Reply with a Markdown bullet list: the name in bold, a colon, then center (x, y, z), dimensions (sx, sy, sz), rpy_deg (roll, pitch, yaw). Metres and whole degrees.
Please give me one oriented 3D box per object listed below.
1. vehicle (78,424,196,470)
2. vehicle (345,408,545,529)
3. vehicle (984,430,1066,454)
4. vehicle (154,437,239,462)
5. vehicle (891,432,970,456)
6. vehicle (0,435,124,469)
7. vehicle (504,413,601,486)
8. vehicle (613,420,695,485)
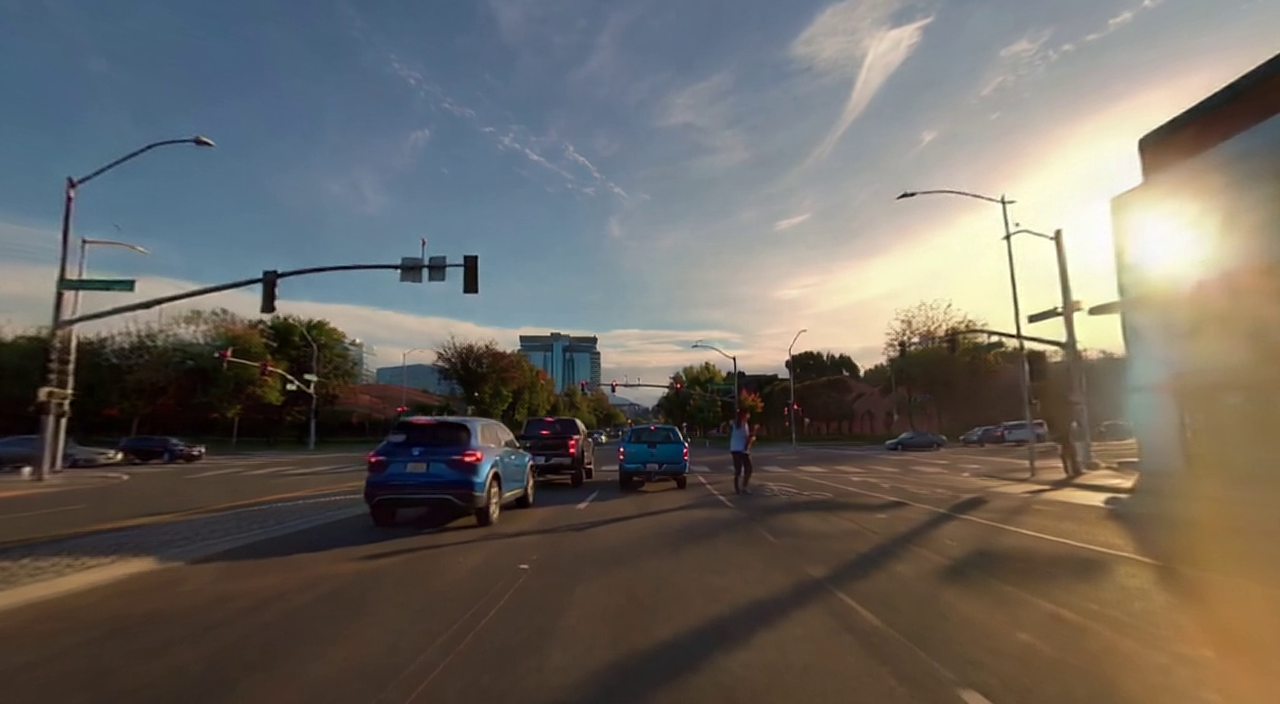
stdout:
- **vehicle**: center (-32.823, 6.144, 41.066), dimensions (5.884, 2.243, 2.287), rpy_deg (-6, -5, 0)
- **vehicle**: center (-3.122, 1.987, 11.222), dimensions (2.006, 1.707, 4.448), rpy_deg (0, -8, 2)
- **vehicle**: center (28.947, 6.790, 47.270), dimensions (4.849, 1.759, 2.041), rpy_deg (0, -8, -1)
- **vehicle**: center (-31.200, 6.848, 44.280), dimensions (4.406, 1.682, 2.040), rpy_deg (0, -8, 1)
- **vehicle**: center (20.311, 6.444, 44.030), dimensions (4.624, 1.601, 1.871), rpy_deg (0, -8, -2)
- **vehicle**: center (-31.181, 5.358, 33.764), dimensions (4.956, 1.737, 2.135), rpy_deg (0, -8, 2)
- **vehicle**: center (-2.479, 2.946, 19.134), dimensions (2.220, 1.926, 4.870), rpy_deg (0, -8, 0)
- **vehicle**: center (0.365, 3.073, 19.427), dimensions (2.204, 1.738, 4.690), rpy_deg (0, -8, 0)
